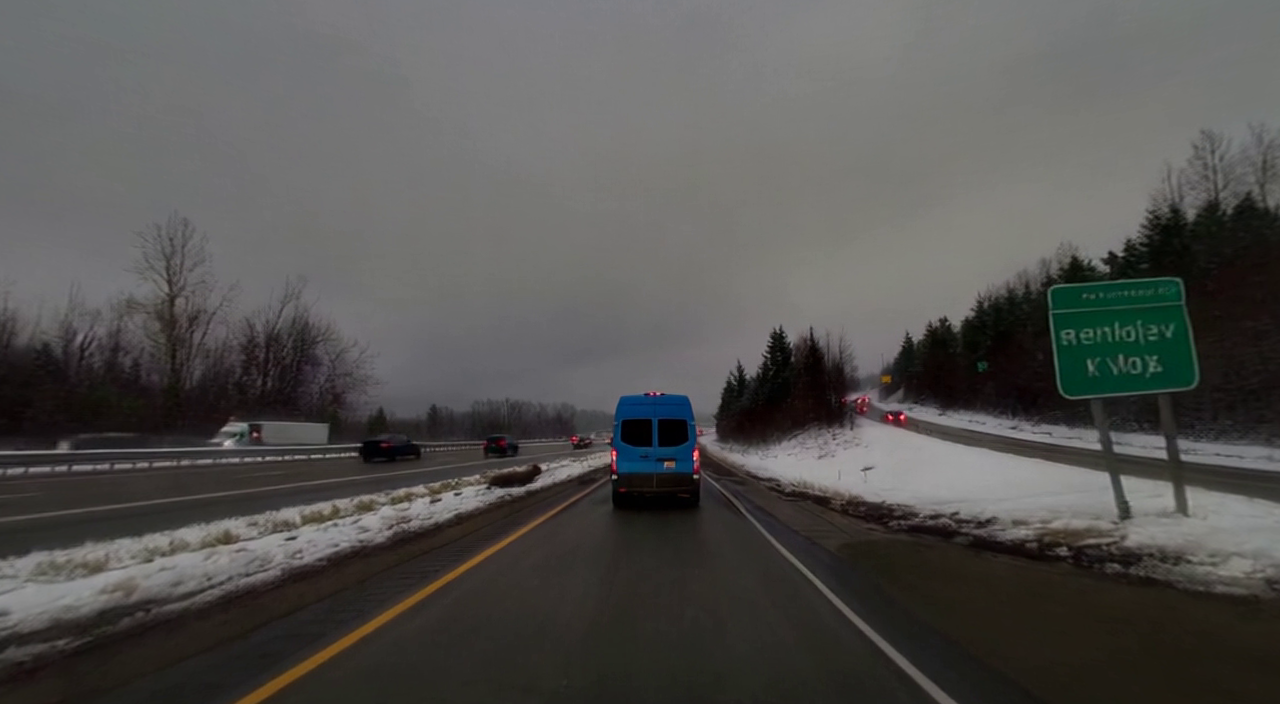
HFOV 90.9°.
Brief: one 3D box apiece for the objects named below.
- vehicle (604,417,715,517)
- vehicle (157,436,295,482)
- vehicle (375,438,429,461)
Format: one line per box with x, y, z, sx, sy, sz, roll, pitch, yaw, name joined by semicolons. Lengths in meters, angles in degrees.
0.309;2.456;13.991;2.043;1.821;4.558;0;-8;-1;vehicle
-16.127;4.164;24.934;2.046;1.585;4.743;-1;-8;3;vehicle
-18.378;7.522;48.935;2.160;1.691;4.601;-1;-8;3;vehicle
